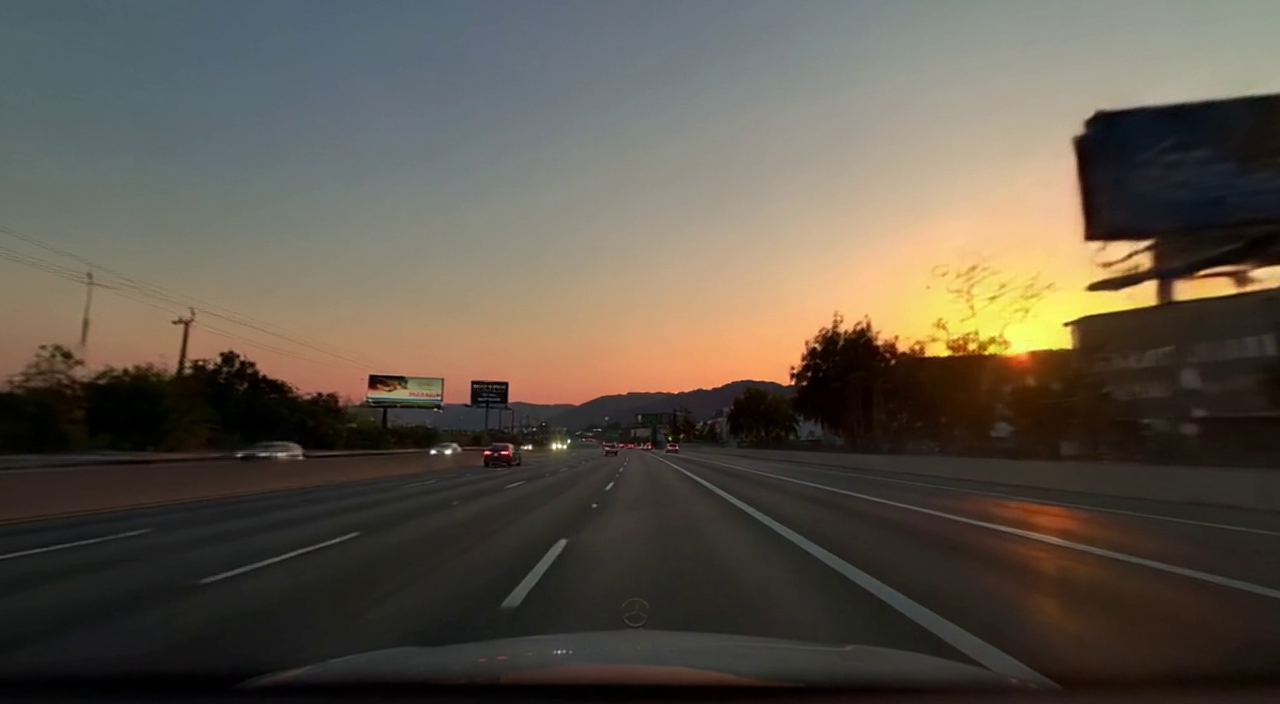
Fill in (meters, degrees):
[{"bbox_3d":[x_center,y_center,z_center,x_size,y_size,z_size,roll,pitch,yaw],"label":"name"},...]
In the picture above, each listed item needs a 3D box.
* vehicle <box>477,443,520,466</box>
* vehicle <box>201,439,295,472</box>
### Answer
[{"bbox_3d":[-10.099,7.349,45.154,1.974,1.513,4.584,0,-9,0],"label":"vehicle"},{"bbox_3d":[-22.187,5.865,35.799,2.103,1.768,4.965,0,-9,1],"label":"vehicle"}]
